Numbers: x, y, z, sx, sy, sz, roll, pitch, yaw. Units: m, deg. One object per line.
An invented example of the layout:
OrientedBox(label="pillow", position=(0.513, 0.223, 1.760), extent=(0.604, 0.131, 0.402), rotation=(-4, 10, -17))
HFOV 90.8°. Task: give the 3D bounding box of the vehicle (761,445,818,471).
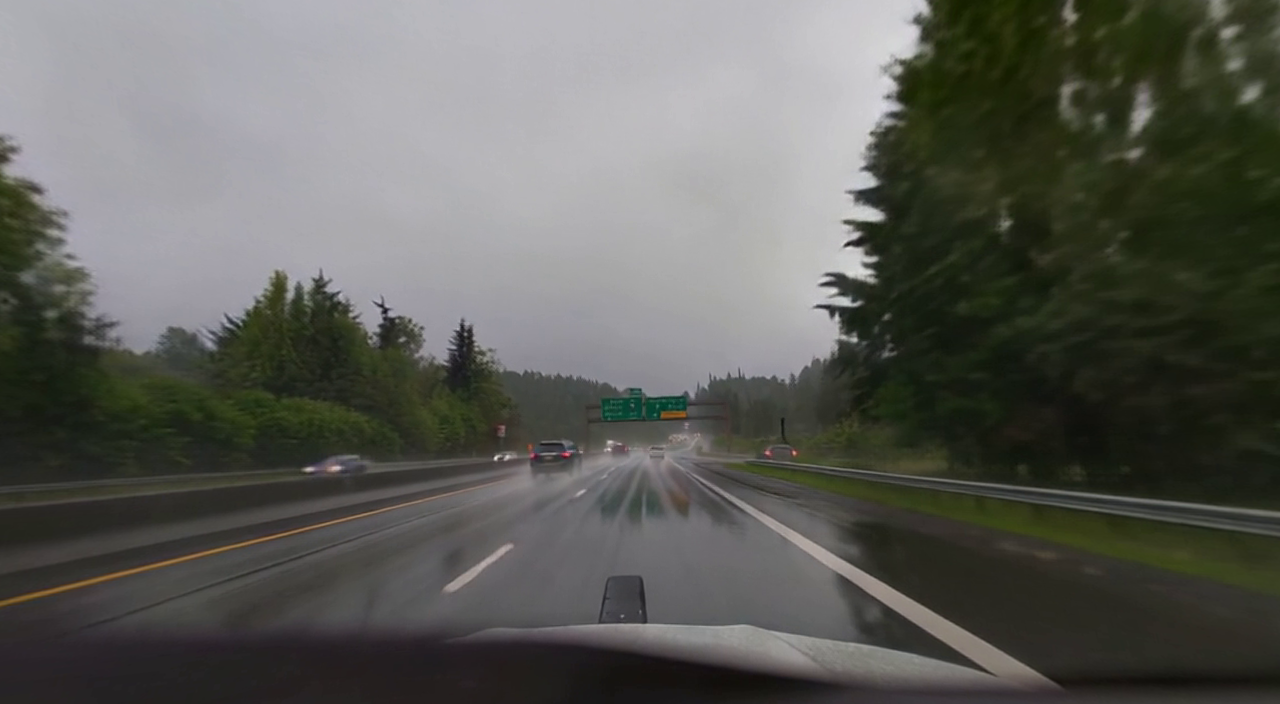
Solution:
OrientedBox(label="vehicle", position=(10.301, 7.325, 43.831), extent=(2.021, 1.639, 4.203), rotation=(2, -9, -16))

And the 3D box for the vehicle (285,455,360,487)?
OrientedBox(label="vehicle", position=(-16.231, 6.081, 32.459), extent=(1.860, 1.440, 3.729), rotation=(0, -8, 1))

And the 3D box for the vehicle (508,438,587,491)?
OrientedBox(label="vehicle", position=(-3.096, 3.859, 22.039), extent=(2.037, 1.638, 4.274), rotation=(0, -8, 1))
